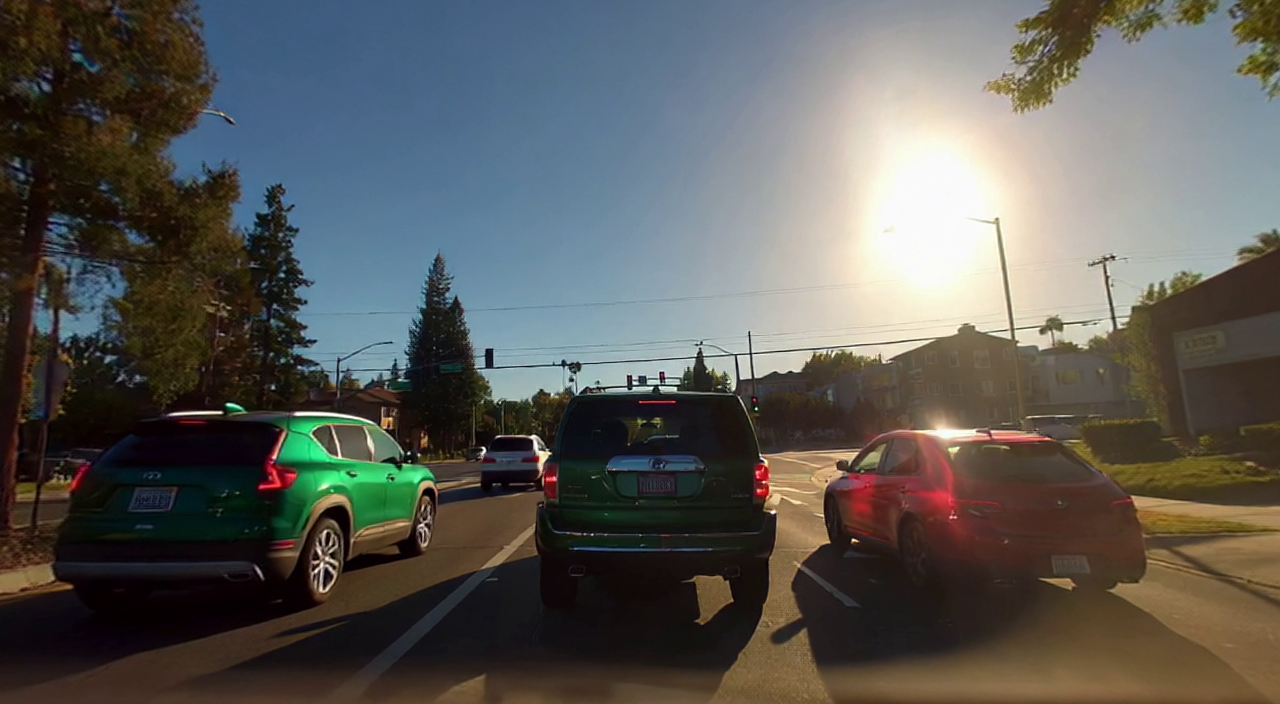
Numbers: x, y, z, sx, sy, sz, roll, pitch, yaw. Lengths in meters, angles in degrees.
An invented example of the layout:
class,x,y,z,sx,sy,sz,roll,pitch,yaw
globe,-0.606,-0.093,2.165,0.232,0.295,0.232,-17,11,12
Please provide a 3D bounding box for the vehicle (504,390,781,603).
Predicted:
class,x,y,z,sx,sy,sz,roll,pitch,yaw
vehicle,0.001,1.486,7.253,2.294,1.761,3.857,0,-9,-1

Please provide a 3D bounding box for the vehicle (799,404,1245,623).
class,x,y,z,sx,sy,sz,roll,pitch,yaw
vehicle,3.473,1.554,7.042,2.202,1.657,4.298,0,-9,-1

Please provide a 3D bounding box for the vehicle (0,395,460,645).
class,x,y,z,sx,sy,sz,roll,pitch,yaw
vehicle,-3.364,1.410,6.275,1.961,1.639,4.064,0,-9,0
